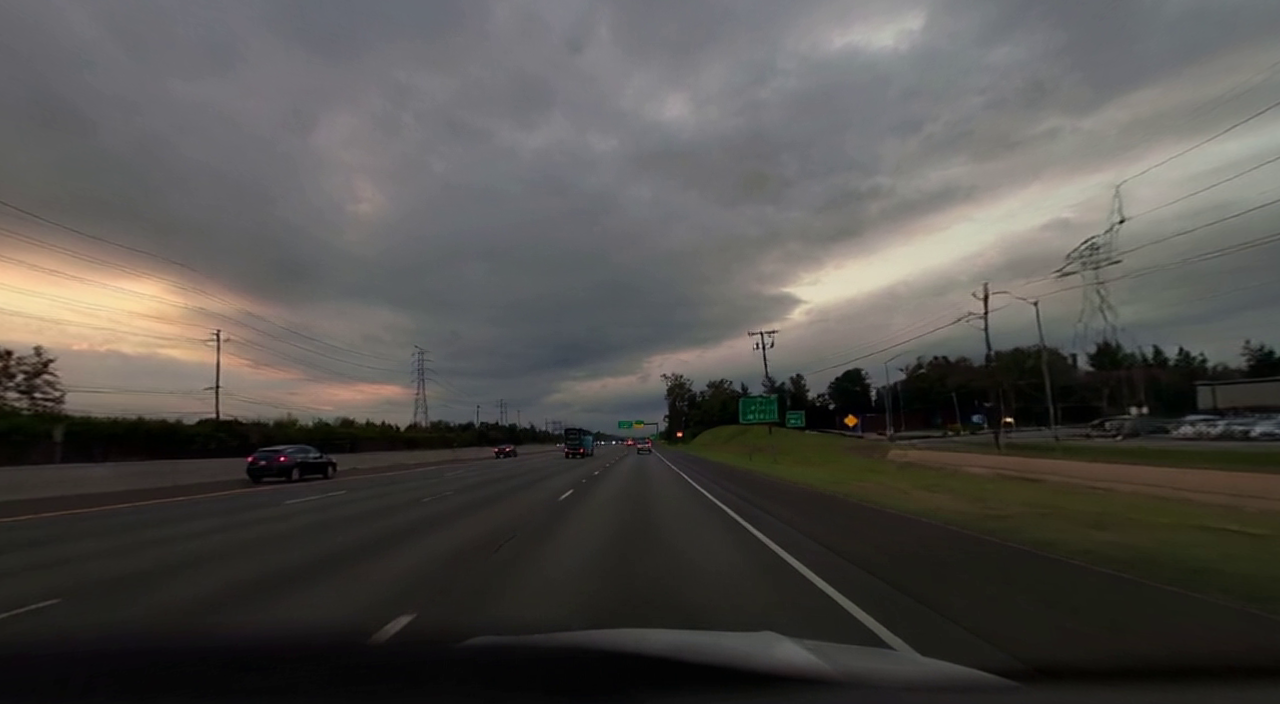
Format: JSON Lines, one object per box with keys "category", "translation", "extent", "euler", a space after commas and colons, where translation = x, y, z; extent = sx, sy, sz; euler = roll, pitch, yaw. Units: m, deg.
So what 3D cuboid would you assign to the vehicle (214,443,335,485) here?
{"category": "vehicle", "translation": [-14.005, 4.275, 24.530], "extent": [1.988, 1.477, 4.442], "euler": [0, -8, 0]}
